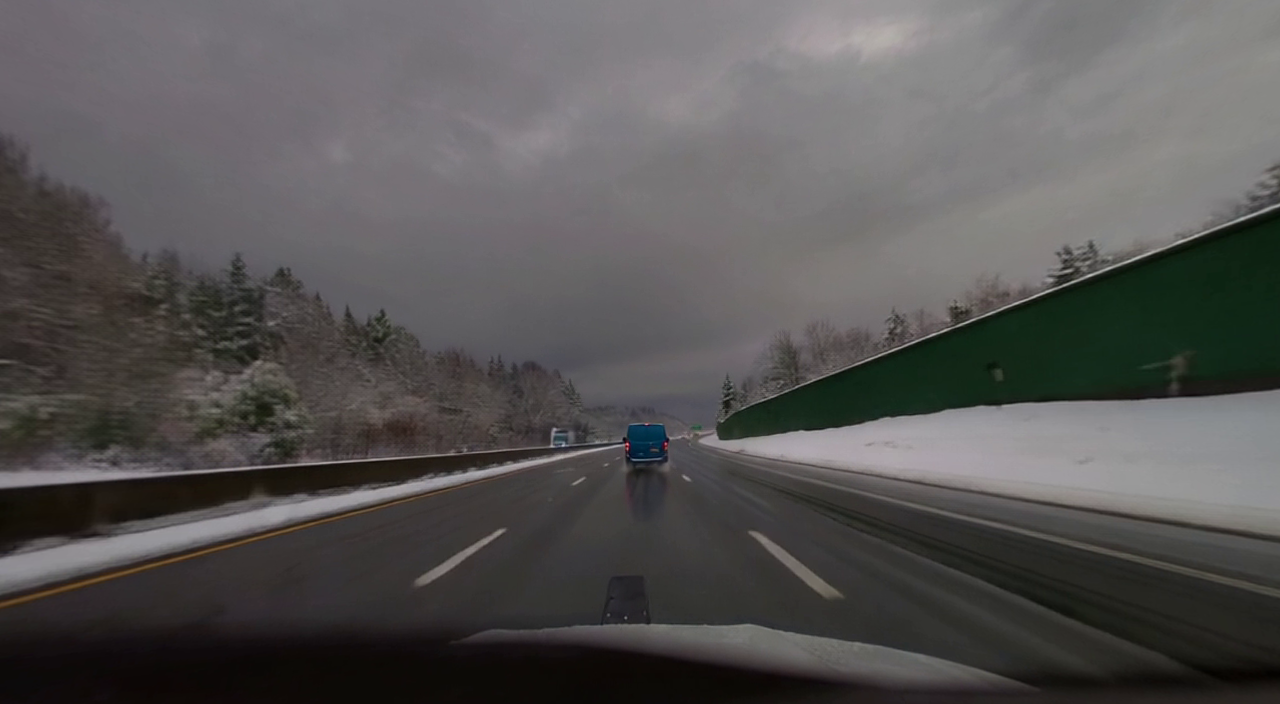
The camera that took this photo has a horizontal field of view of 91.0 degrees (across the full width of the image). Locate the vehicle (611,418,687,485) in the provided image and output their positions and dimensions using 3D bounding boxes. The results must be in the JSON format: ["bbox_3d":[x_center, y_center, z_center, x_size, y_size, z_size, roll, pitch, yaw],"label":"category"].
[{"bbox_3d":[0.254,3.294,21.032,2.283,1.956,4.421,0,-8,0],"label":"vehicle"}]
